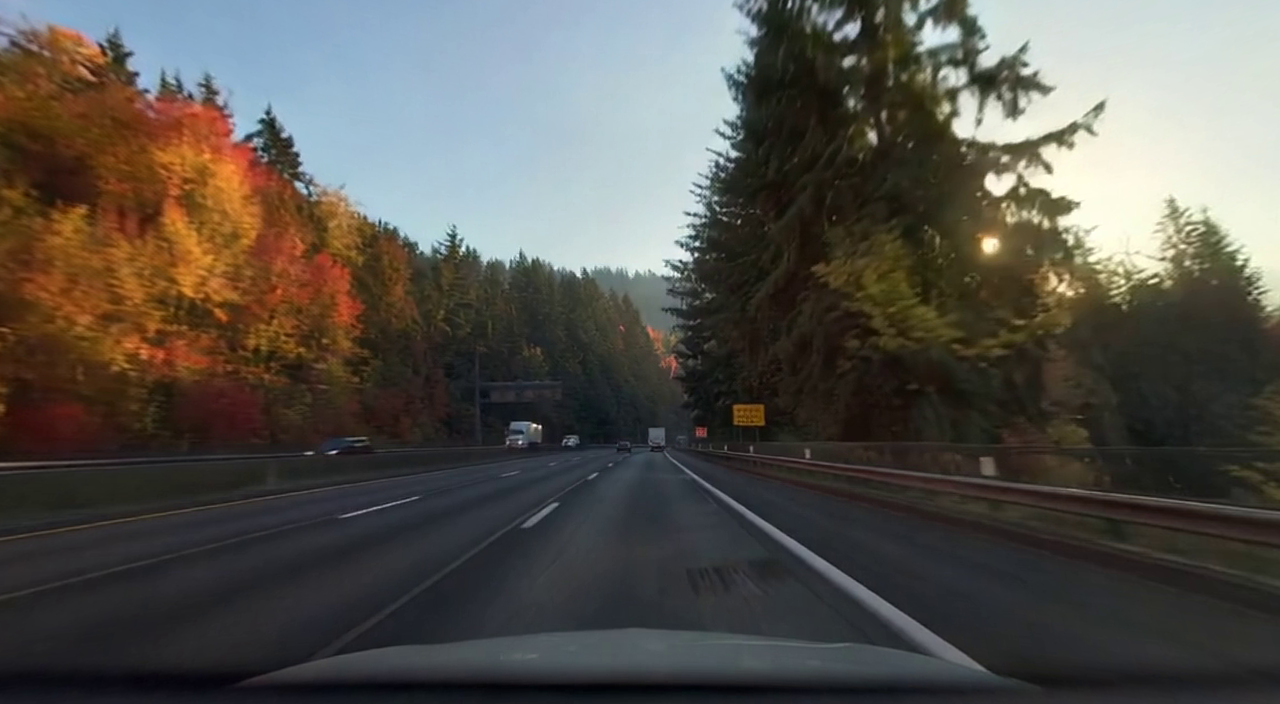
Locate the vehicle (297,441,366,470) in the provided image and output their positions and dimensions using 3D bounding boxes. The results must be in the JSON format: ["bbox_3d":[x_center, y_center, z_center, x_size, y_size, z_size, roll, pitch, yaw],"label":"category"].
[{"bbox_3d":[-18.485,6.200,37.870,1.913,1.619,4.158,-1,-8,2],"label":"vehicle"}]
